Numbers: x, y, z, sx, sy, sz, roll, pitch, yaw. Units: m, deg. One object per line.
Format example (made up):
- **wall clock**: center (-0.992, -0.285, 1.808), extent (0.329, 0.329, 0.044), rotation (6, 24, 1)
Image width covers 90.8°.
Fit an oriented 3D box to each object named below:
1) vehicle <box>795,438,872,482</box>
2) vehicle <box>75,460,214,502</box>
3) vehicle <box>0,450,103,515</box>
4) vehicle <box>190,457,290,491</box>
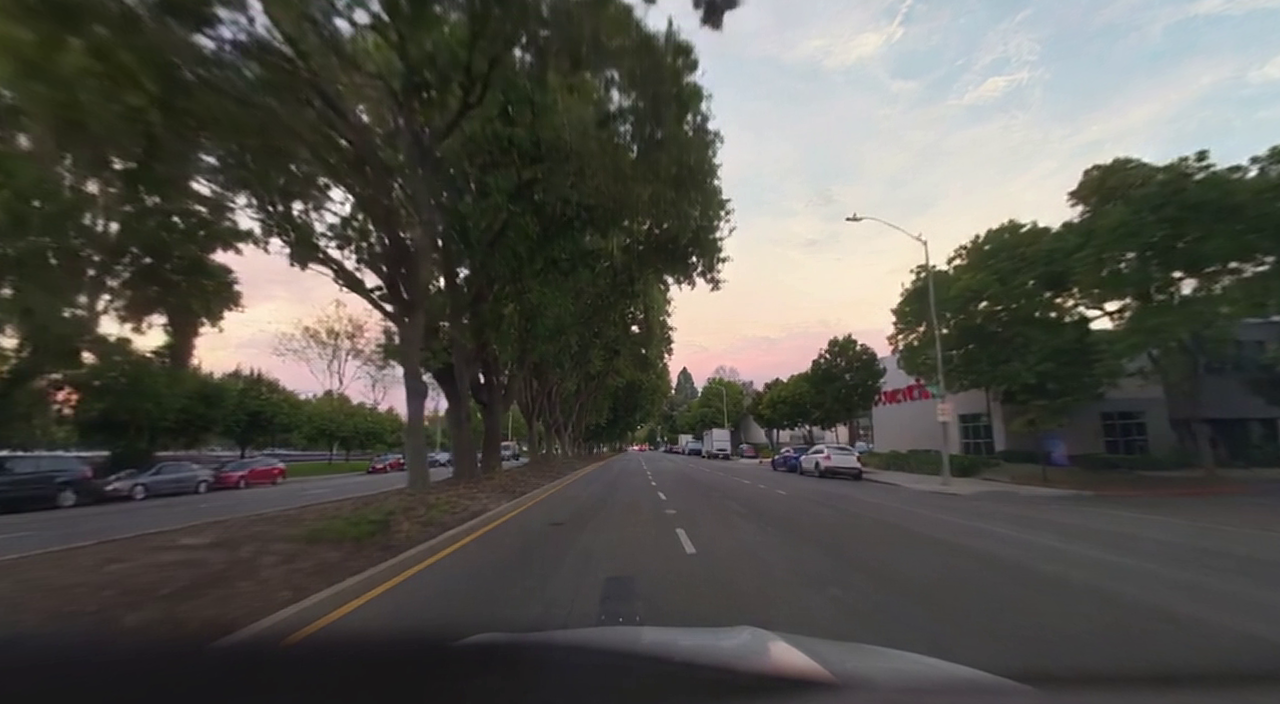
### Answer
- **vehicle**: center (9.030, 5.076, 29.848), extent (1.994, 1.738, 4.622), rotation (5, -9, -2)
- **vehicle**: center (-19.841, 5.152, 25.626), extent (1.795, 1.452, 4.718), rotation (0, -9, 1)
- **vehicle**: center (-20.112, 3.969, 19.283), extent (2.208, 1.882, 5.826), rotation (-1, -9, 2)
- **vehicle**: center (-19.809, 6.031, 31.565), extent (1.840, 1.464, 4.781), rotation (0, -9, 1)
